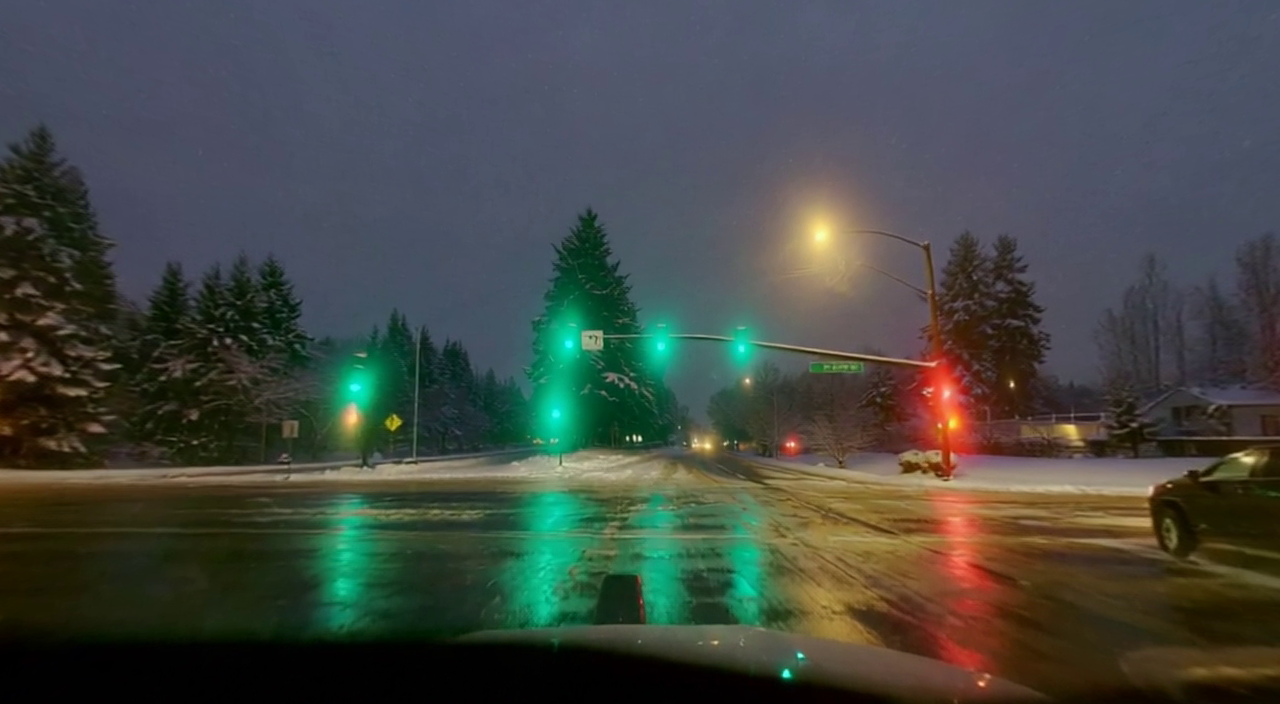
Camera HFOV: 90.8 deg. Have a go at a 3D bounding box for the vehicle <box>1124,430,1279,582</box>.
[{"bbox_3d":[7.371,1.590,6.636,1.797,1.518,3.433,0,-9,0],"label":"vehicle"}]
